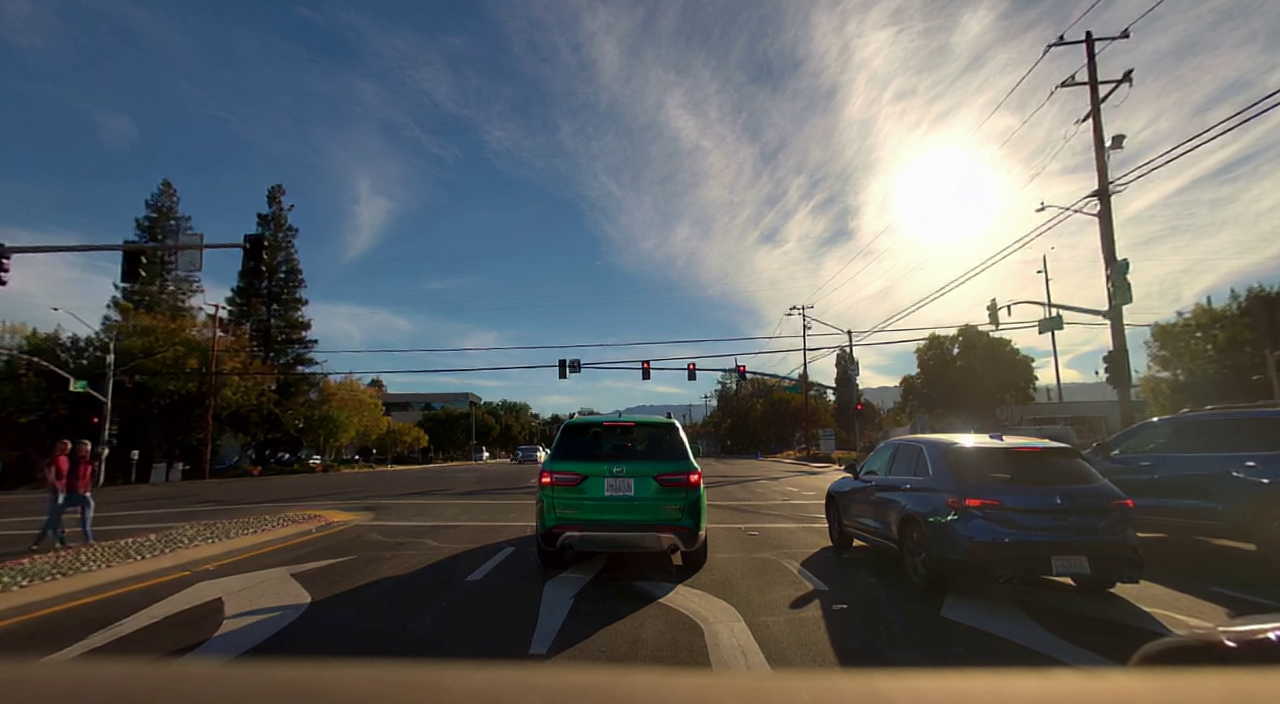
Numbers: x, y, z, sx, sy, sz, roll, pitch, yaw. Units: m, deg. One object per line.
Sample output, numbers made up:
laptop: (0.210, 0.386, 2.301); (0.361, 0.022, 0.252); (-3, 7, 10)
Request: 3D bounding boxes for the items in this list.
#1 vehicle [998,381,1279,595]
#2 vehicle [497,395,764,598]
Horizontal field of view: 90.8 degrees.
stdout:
vehicle: (6.583, 1.437, 7.231); (2.119, 1.827, 4.806); (0, -9, 0)
vehicle: (-0.108, 1.559, 7.635); (2.285, 1.729, 4.252); (0, -9, -1)
